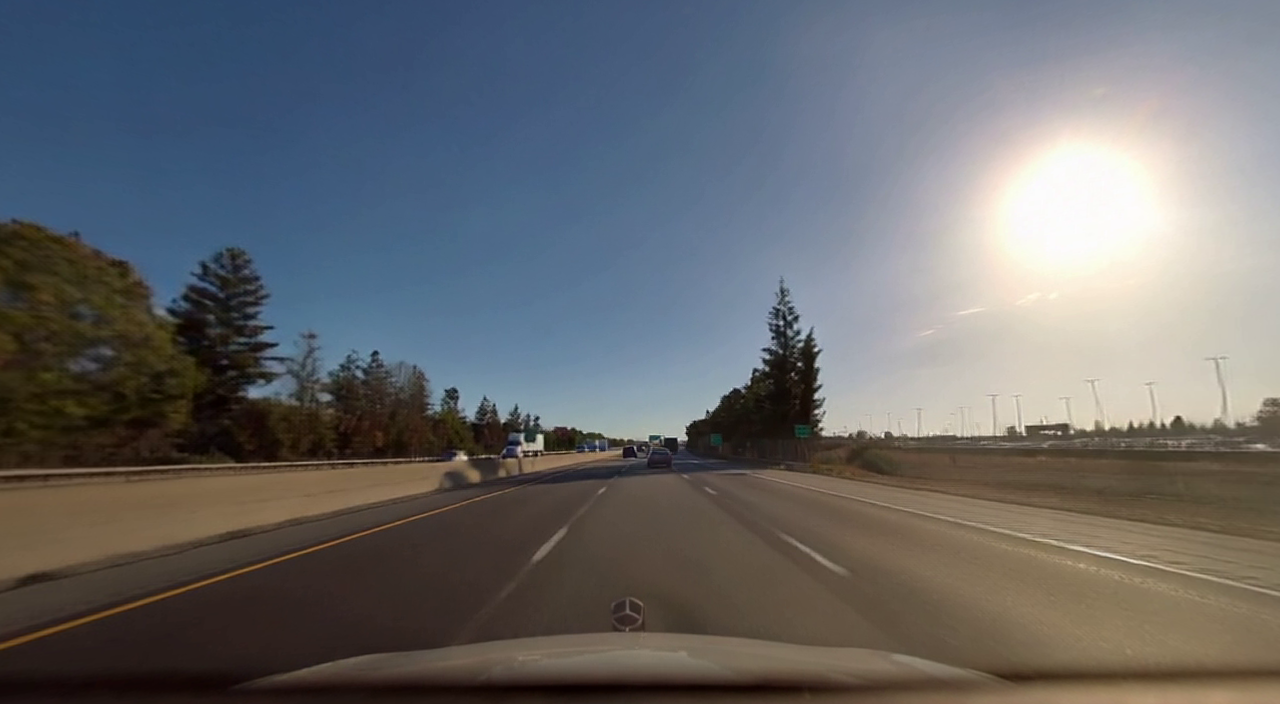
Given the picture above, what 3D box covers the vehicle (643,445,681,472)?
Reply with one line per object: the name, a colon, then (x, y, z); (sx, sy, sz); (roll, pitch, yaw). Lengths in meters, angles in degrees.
vehicle: (1.336, 6.742, 40.075); (2.231, 1.652, 4.503); (0, -9, -1)
